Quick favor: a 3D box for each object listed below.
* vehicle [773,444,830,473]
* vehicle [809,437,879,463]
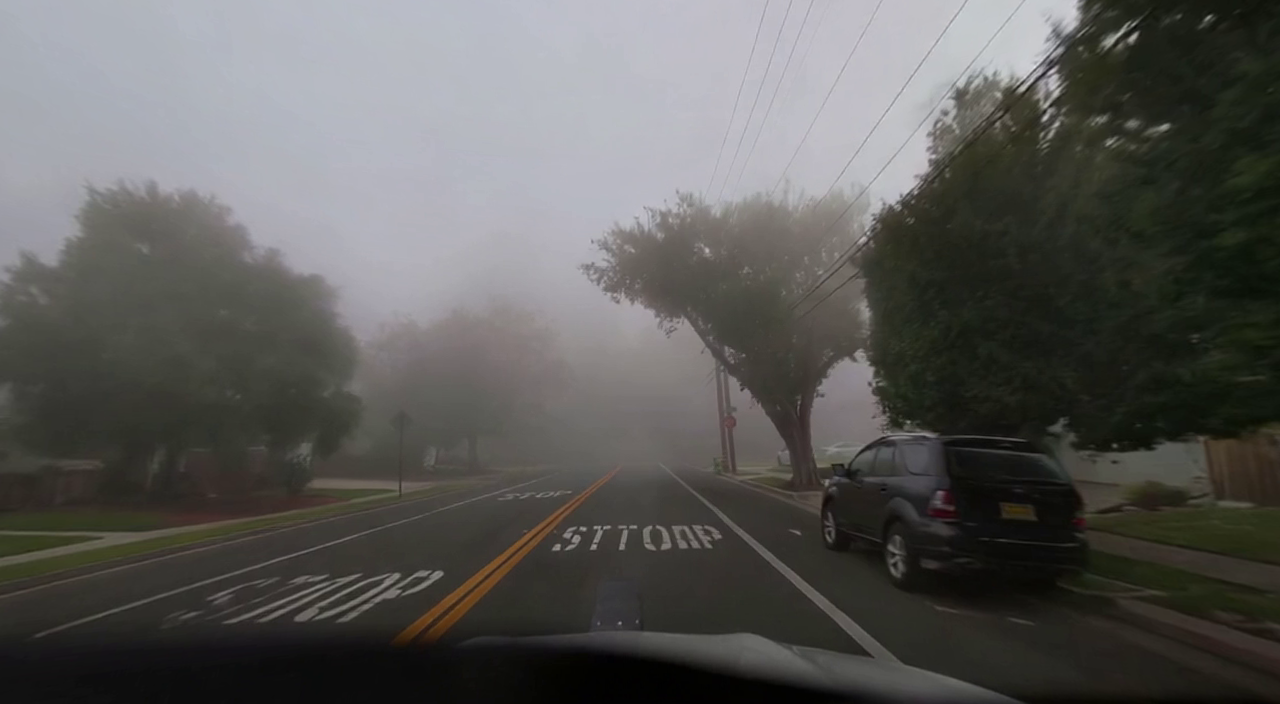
[{"bbox_3d":[8.903,5.891,35.243,1.811,1.491,4.407,0,-9,-3],"label":"vehicle"},{"bbox_3d":[14.912,7.238,46.389,4.376,1.488,1.962,-4,-11,1],"label":"vehicle"}]
